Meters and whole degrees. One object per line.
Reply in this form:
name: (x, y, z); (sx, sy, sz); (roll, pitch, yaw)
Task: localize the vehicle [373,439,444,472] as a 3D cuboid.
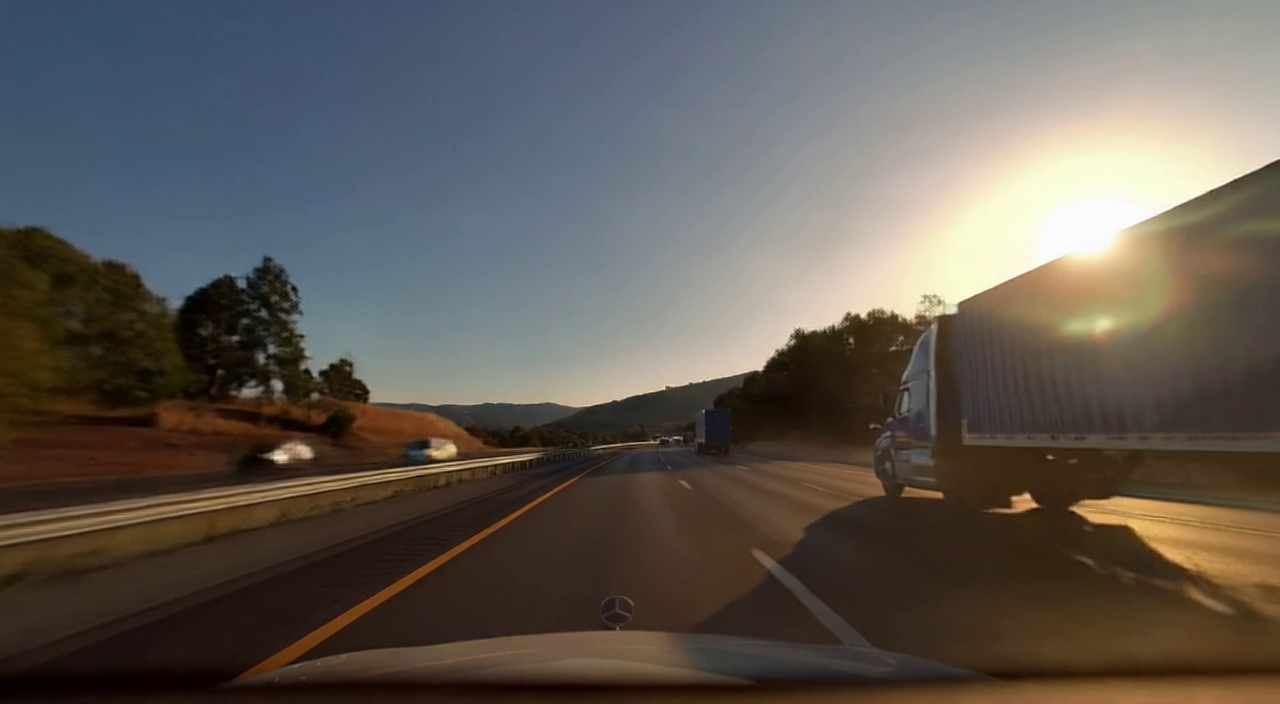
vehicle: (-11.899, 5.324, 32.669); (1.934, 1.528, 4.329); (-1, -8, 1)

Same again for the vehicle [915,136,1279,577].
vehicle: (7.414, 0.099, 6.299); (2.885, 4.075, 13.981); (0, -8, 0)

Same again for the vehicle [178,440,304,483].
vehicle: (-15.793, 4.333, 25.287); (2.008, 1.527, 4.664); (0, -8, 0)
